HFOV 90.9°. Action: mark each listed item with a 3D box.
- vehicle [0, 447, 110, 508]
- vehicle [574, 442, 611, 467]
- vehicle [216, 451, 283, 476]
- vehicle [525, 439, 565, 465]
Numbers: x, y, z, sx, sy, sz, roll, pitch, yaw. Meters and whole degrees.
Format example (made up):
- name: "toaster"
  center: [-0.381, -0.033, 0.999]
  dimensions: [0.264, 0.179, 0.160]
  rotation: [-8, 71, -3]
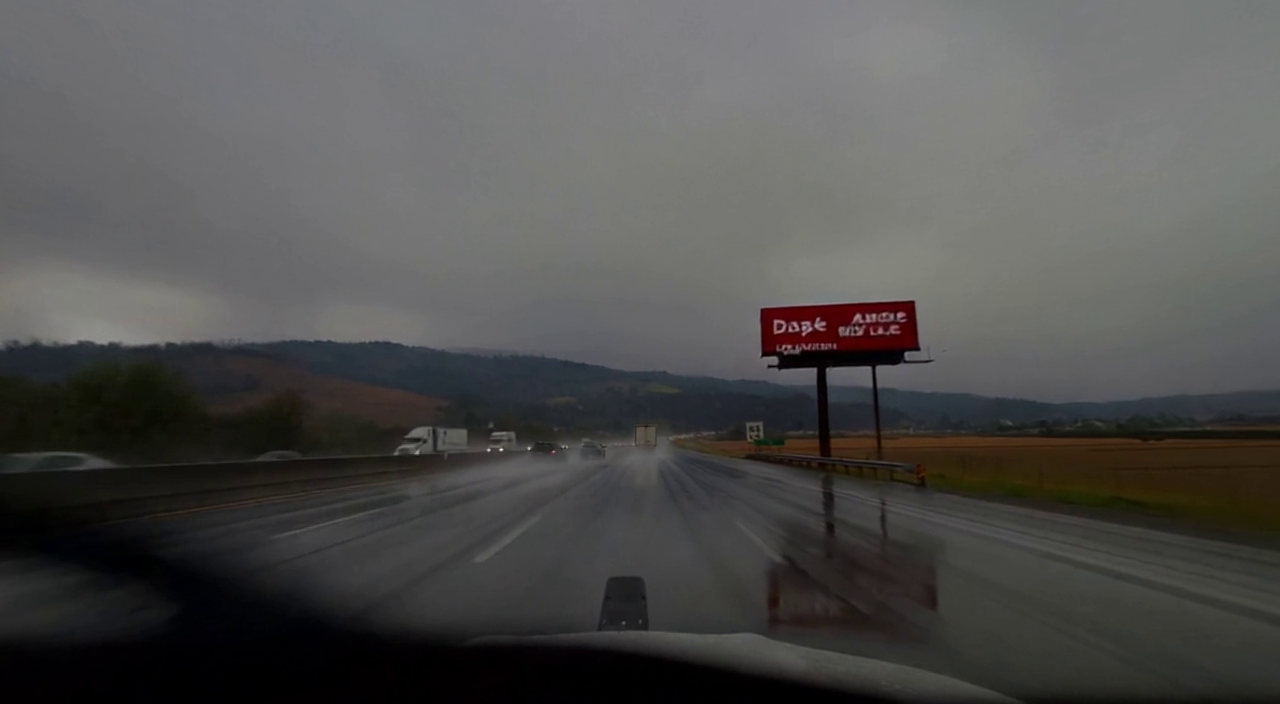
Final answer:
- name: "vehicle"
  center: [-17.241, 3.320, 16.844]
  dimensions: [1.949, 1.507, 4.826]
  rotation: [0, -8, 1]
- name: "vehicle"
  center: [-3.042, 6.712, 41.429]
  dimensions: [2.042, 1.532, 4.396]
  rotation: [0, -8, 0]
- name: "vehicle"
  center: [-28.834, 8.215, 46.761]
  dimensions: [1.993, 1.710, 4.553]
  rotation: [0, -8, 0]
- name: "vehicle"
  center: [-6.640, 7.042, 44.590]
  dimensions: [2.062, 1.708, 4.458]
  rotation: [0, -8, 2]
